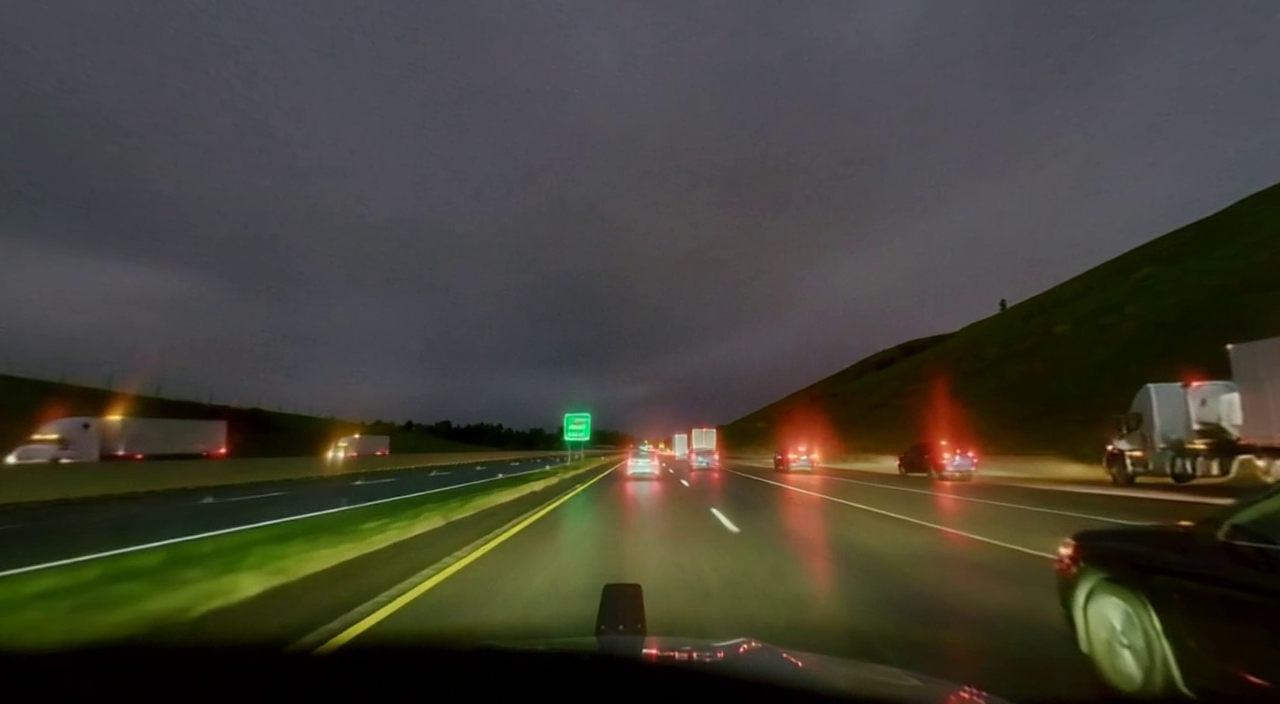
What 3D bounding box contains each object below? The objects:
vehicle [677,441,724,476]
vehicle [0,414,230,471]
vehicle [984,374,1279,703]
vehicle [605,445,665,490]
[{"bbox_3d":[3.118,5.598,33.366,2.048,1.704,4.284,0,-9,0],"label":"vehicle"},{"bbox_3d":[-36.390,6.385,45.499,2.886,3.282,16.757,-1,-7,-2],"label":"vehicle"},{"bbox_3d":[3.072,0.742,1.379,1.997,1.534,4.664,0,-9,0],"label":"vehicle"},{"bbox_3d":[-0.172,4.052,22.438,1.970,1.441,3.846,0,-9,0],"label":"vehicle"}]
